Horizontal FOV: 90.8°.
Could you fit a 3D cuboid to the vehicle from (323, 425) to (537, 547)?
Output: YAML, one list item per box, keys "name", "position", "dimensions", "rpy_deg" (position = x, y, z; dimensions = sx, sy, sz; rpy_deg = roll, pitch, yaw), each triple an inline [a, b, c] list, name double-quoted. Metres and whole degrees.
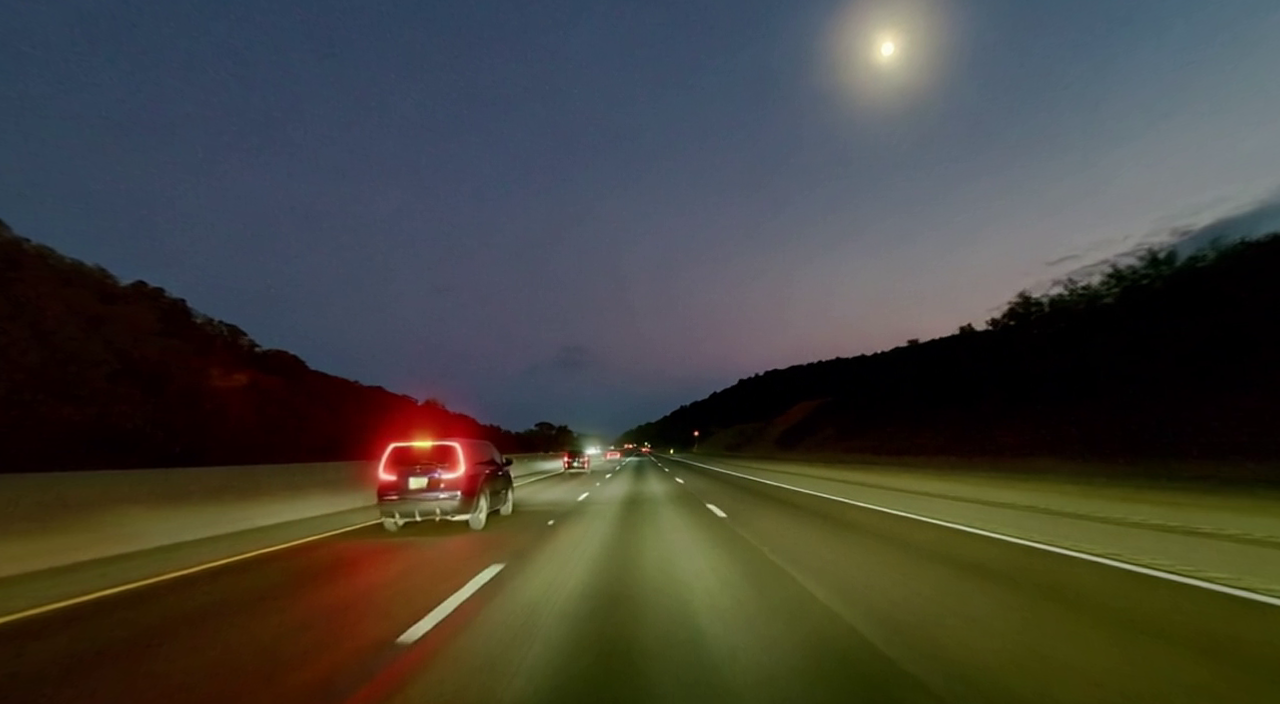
- name: "vehicle"
  position: [-3.348, 2.257, 11.272]
  dimensions: [2.147, 1.708, 4.630]
  rpy_deg: [0, -9, 1]

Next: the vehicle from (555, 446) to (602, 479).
- name: "vehicle"
  position: [-3.026, 5.548, 31.877]
  dimensions: [1.944, 1.548, 4.051]
  rpy_deg: [0, -9, 0]
